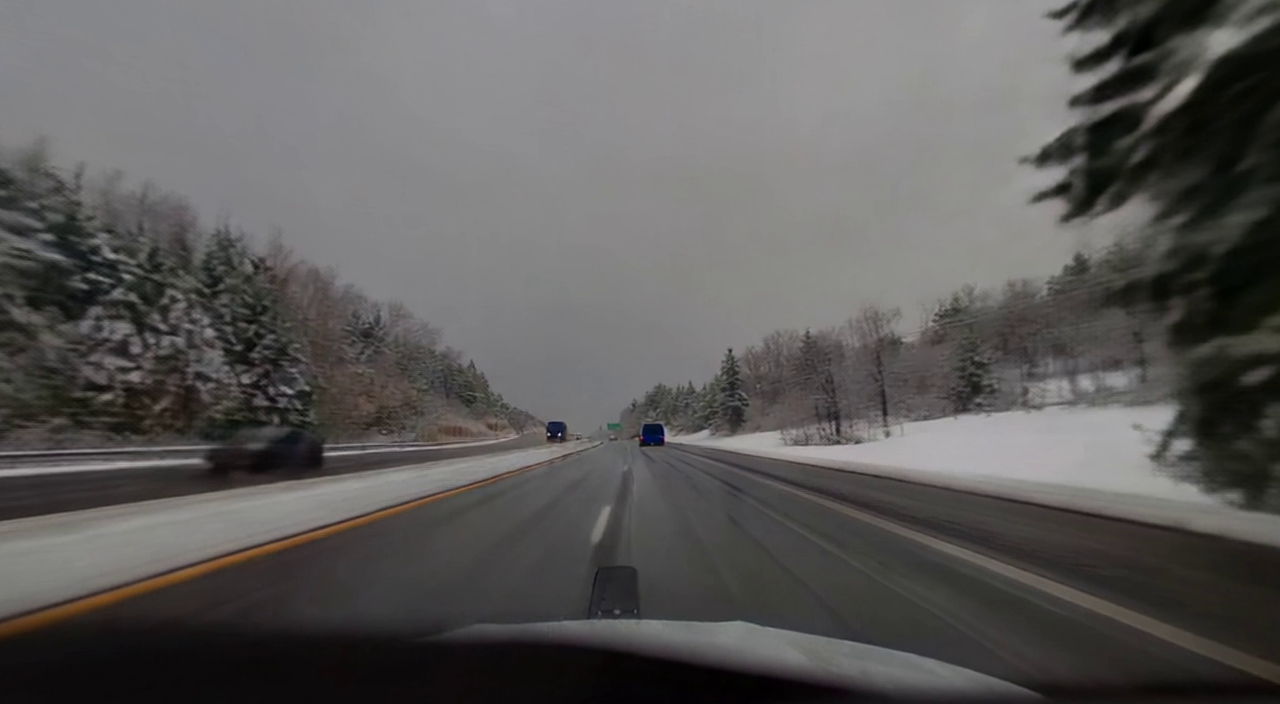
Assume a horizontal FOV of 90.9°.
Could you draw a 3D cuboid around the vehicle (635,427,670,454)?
[{"bbox_3d":[0.816,6.172,44.028,2.240,1.801,4.545,0,-8,-2],"label":"vehicle"}]
